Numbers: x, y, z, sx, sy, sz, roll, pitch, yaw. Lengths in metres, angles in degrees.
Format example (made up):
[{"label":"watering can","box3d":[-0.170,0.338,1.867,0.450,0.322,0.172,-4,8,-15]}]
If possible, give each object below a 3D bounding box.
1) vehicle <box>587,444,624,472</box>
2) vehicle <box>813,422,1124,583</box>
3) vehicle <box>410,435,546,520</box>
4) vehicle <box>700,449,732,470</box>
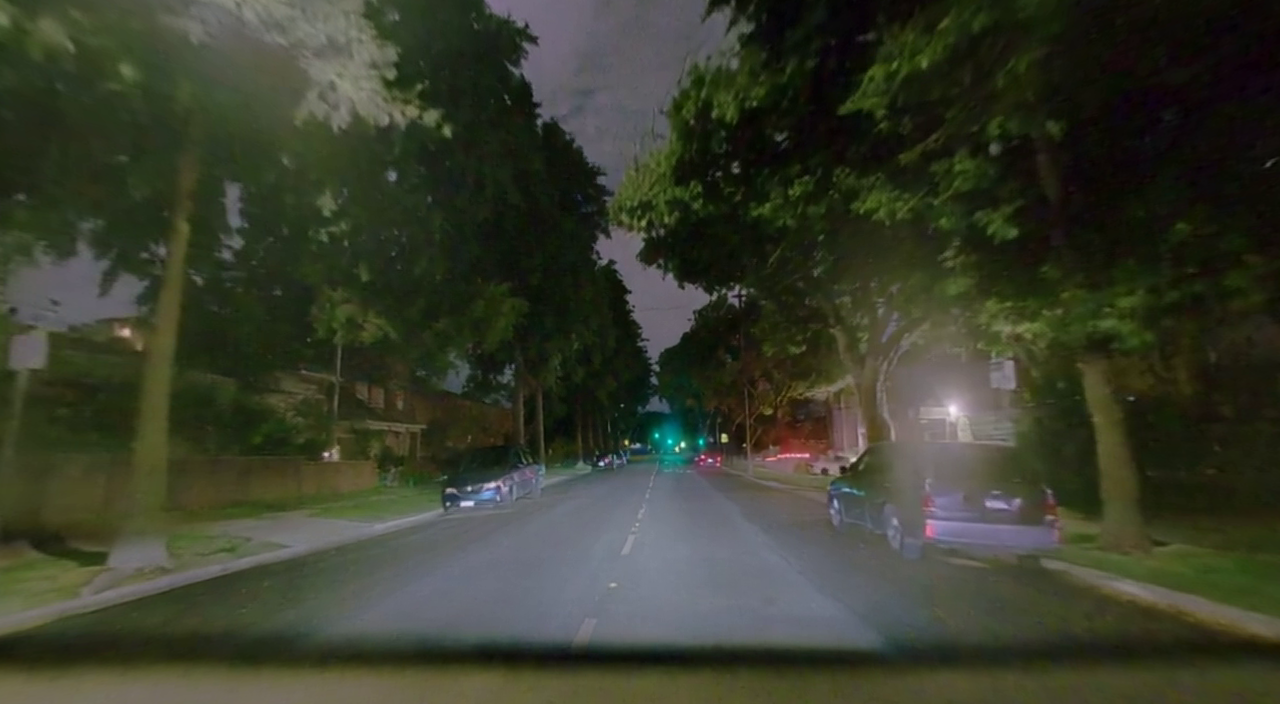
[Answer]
[{"label":"vehicle","box3d":[-2.585,8.115,48.737,2.155,1.907,5.100,-4,-9,4]},{"label":"vehicle","box3d":[4.056,1.930,8.857,2.115,1.673,4.236,-1,-9,1]},{"label":"vehicle","box3d":[-4.015,3.207,16.576,2.093,1.810,4.555,-3,-9,4]},{"label":"vehicle","box3d":[5.896,8.407,49.501,2.047,1.532,4.350,-1,-9,1]}]
